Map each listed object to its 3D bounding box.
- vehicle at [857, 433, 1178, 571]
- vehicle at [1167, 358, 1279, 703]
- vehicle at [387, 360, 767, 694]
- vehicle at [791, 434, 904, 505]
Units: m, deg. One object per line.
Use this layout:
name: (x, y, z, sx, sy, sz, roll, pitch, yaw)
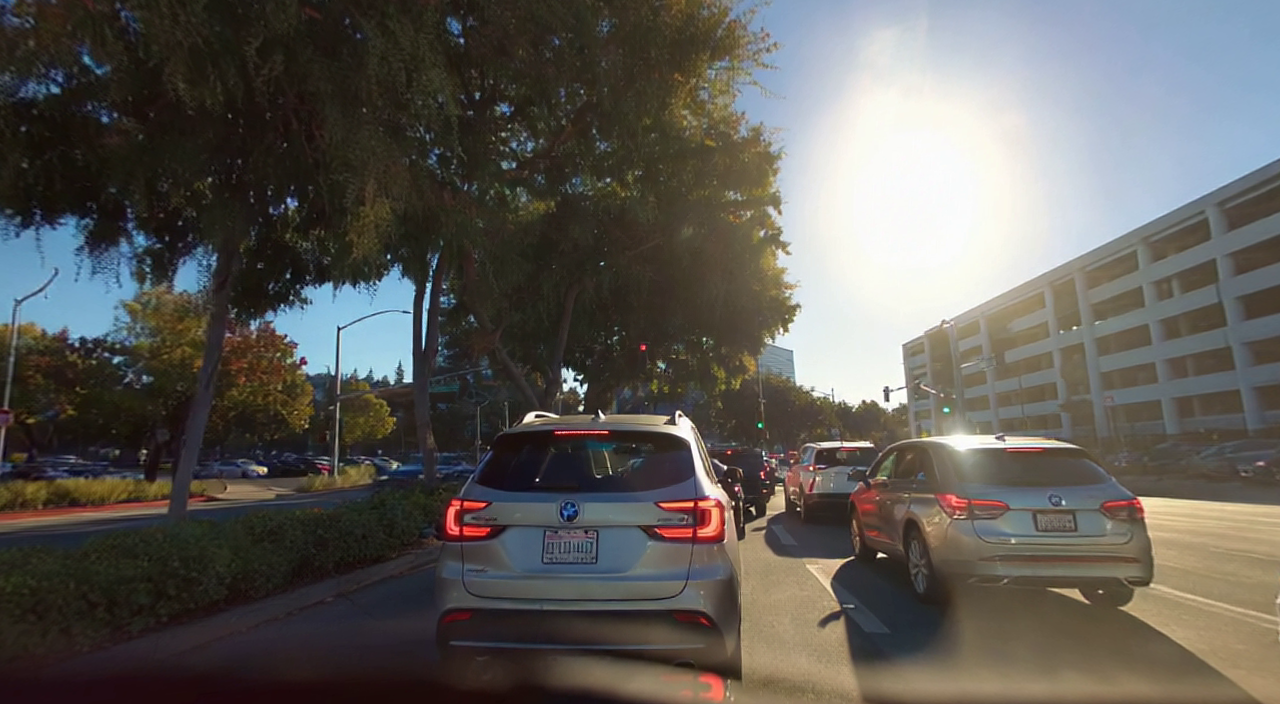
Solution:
vehicle: (4.889, 1.971, 9.177, 1.963, 1.480, 4.553, 0, -8, 2)
vehicle: (4.055, 0.611, 1.131, 1.993, 1.719, 4.953, 0, -8, 1)
vehicle: (-0.212, 1.233, 5.567, 2.021, 1.742, 4.295, -1, -8, 4)
vehicle: (5.313, 3.033, 16.724, 1.994, 1.638, 4.100, -1, -8, 6)
